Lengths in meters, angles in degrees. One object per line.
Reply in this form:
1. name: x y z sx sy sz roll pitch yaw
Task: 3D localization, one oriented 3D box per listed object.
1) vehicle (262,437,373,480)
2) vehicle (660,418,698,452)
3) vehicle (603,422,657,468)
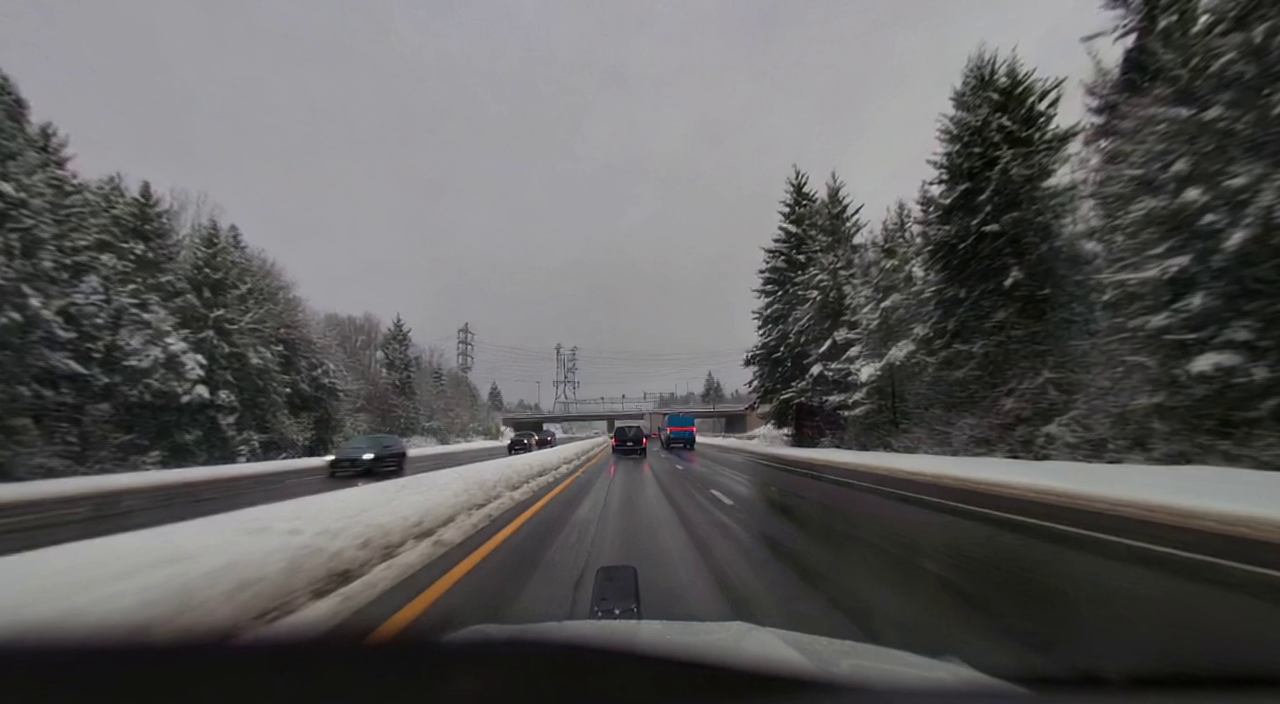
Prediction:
1. vehicle: -12.216 4.026 24.268 1.951 1.489 4.658 0 -8 -2
2. vehicle: 2.987 6.558 49.635 2.387 2.506 5.374 0 -8 -2
3. vehicle: -0.438 3.872 26.406 2.073 1.750 4.116 0 -8 -2
